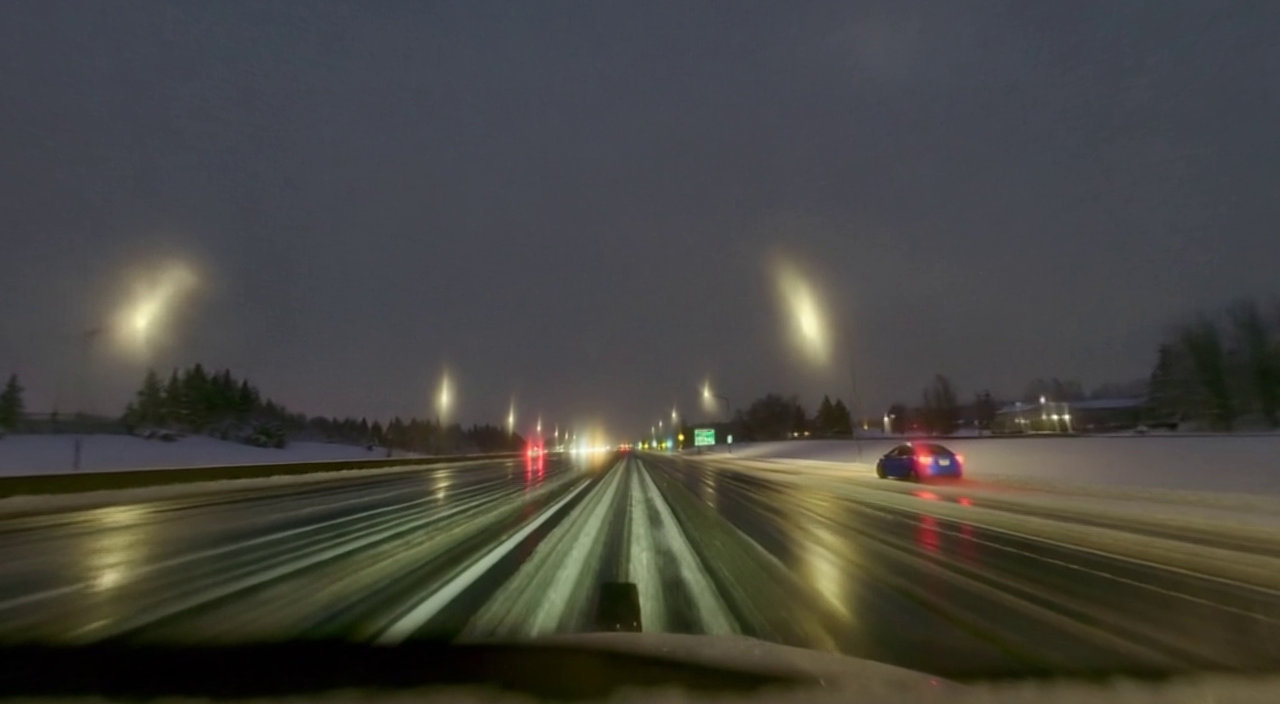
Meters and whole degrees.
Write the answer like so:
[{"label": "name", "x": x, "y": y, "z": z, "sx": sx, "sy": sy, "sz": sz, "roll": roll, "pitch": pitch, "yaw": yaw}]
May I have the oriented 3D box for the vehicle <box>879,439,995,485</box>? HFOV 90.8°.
[{"label": "vehicle", "x": 10.653, "y": 3.973, "z": 23.102, "sx": 1.985, "sy": 1.493, "sz": 4.486, "roll": 0, "pitch": -9, "yaw": -1}]
